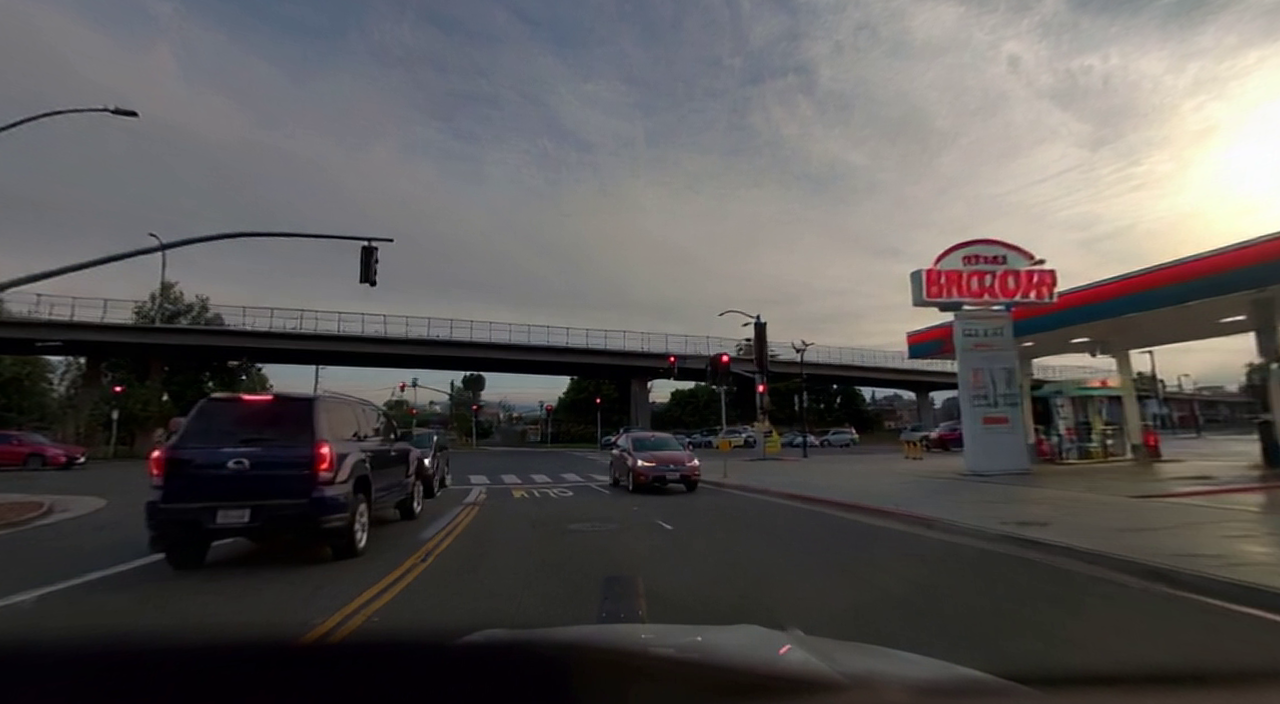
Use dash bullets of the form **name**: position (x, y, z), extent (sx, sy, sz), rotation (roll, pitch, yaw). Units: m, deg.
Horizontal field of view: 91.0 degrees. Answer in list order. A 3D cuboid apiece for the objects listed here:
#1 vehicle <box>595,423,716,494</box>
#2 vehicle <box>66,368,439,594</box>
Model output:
- **vehicle**: position (0.287, 3.139, 18.864), extent (2.202, 1.822, 4.826), rotation (3, -9, -16)
- **vehicle**: position (-4.245, 1.510, 8.164), extent (2.254, 2.006, 4.766), rotation (2, -9, -8)
